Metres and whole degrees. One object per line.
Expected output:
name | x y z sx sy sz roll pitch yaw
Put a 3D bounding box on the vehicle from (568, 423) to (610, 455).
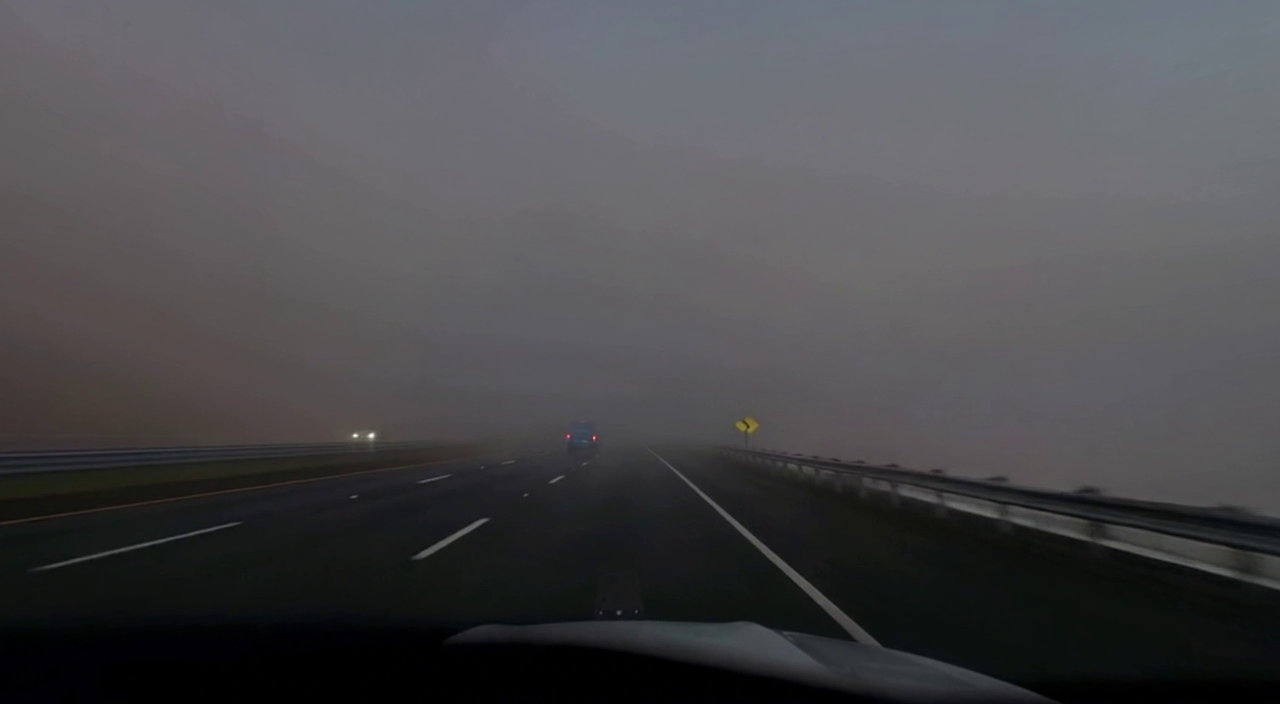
vehicle | -3.413 5.945 43.187 2.309 2.053 4.884 0 -8 2
